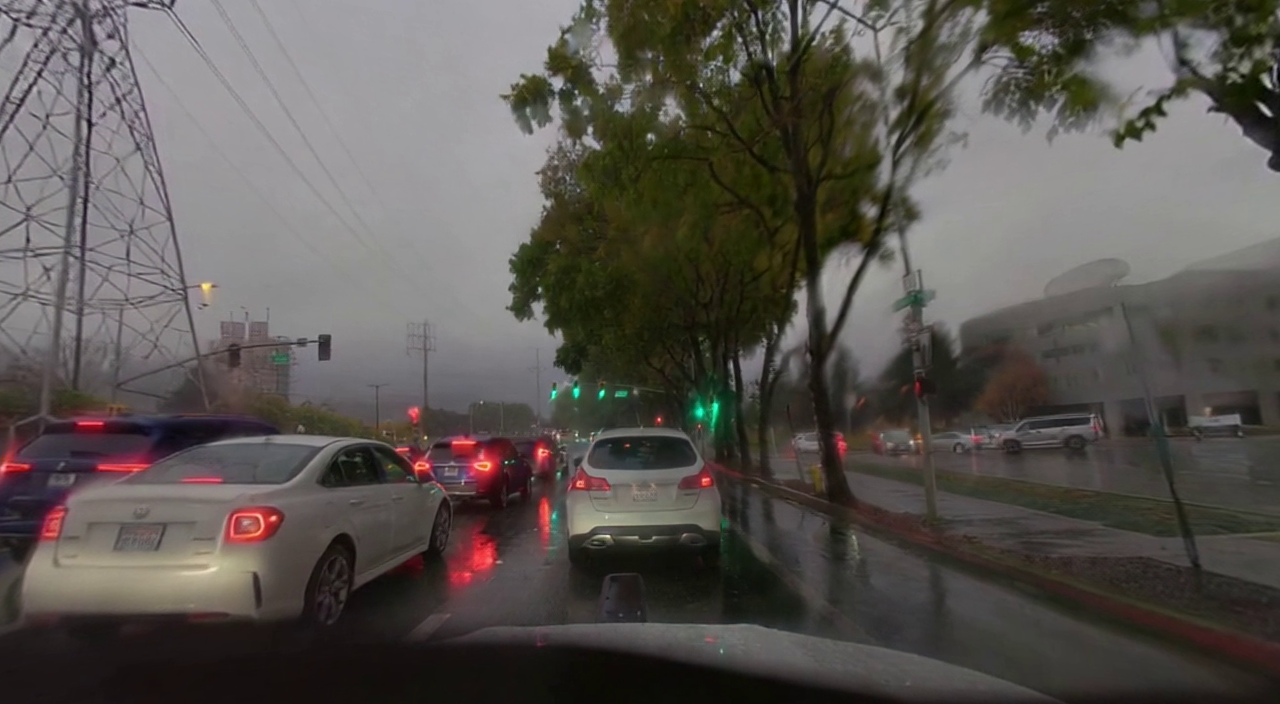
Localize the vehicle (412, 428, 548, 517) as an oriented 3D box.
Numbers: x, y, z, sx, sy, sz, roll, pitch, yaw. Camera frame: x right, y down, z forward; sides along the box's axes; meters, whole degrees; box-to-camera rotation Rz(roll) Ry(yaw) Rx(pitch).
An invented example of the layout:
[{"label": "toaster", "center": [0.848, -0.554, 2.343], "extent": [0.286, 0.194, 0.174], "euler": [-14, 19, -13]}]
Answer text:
[{"label": "vehicle", "center": [-3.255, 2.522, 13.672], "extent": [1.997, 1.636, 3.760], "euler": [0, -8, -1]}]

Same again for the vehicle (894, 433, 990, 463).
[{"label": "vehicle", "center": [15.093, 4.802, 31.705], "extent": [3.858, 1.437, 1.899], "euler": [0, -8, -4]}]

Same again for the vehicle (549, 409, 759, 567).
[{"label": "vehicle", "center": [0.085, 1.766, 8.944], "extent": [2.239, 1.661, 4.224], "euler": [0, -8, -2]}]

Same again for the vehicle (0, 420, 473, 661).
[{"label": "vehicle", "center": [-3.175, 1.495, 6.205], "extent": [1.973, 1.469, 4.448], "euler": [0, -8, -2]}]
